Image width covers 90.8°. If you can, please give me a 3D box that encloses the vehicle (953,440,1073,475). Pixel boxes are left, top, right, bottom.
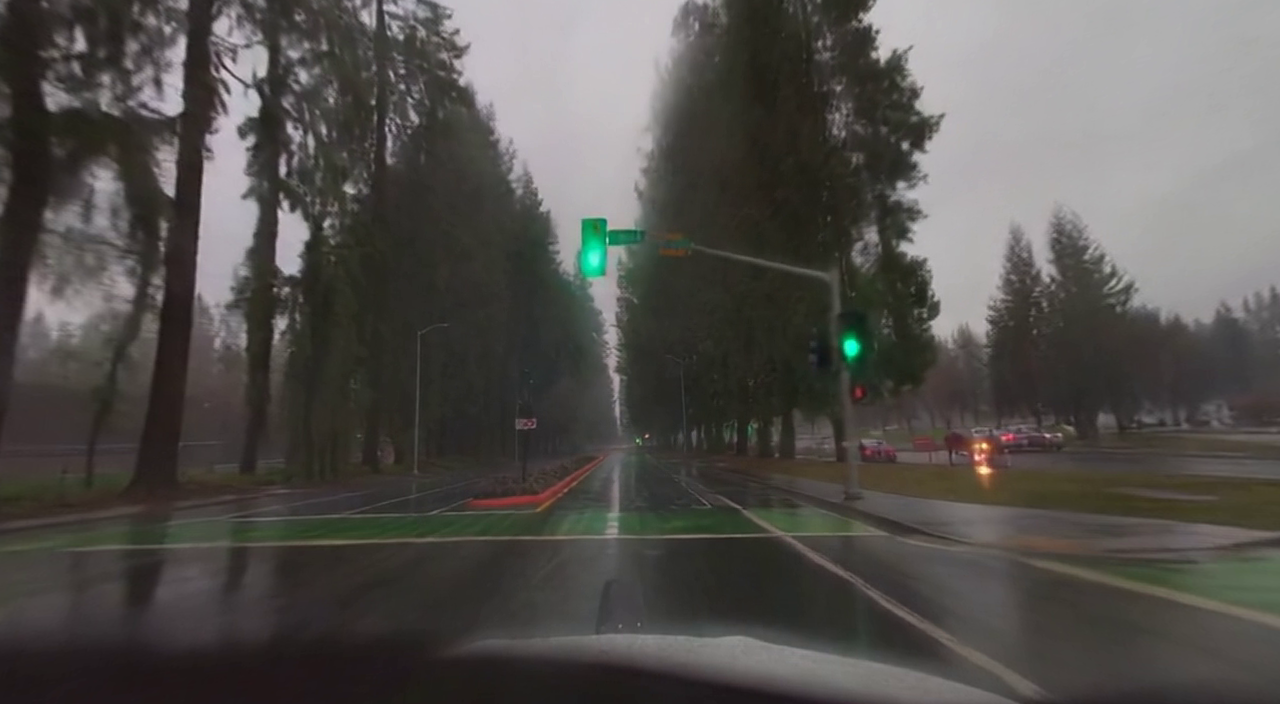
[{"bbox_3d":[15.573,4.412,26.526,3.914,1.415,1.626,0,-9,3],"label":"vehicle"}]

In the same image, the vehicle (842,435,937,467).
[{"bbox_3d":[14.506,5.806,36.951,4.725,1.716,2.003,0,-11,5],"label":"vehicle"}]
